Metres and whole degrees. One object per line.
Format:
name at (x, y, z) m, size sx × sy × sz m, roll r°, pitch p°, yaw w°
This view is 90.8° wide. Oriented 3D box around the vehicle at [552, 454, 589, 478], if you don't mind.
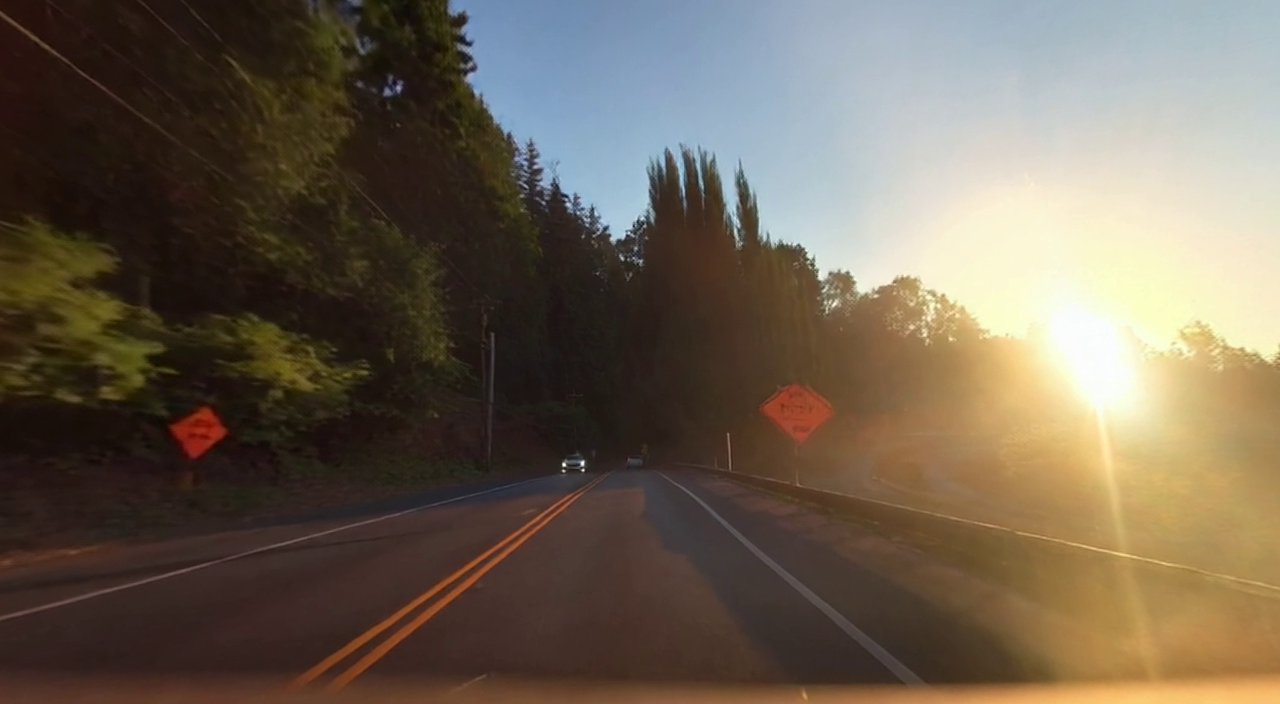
vehicle at (-4.858, 8.013, 44.758) m, size 2.080 × 1.512 × 4.450 m, roll -1°, pitch -8°, yaw 0°
